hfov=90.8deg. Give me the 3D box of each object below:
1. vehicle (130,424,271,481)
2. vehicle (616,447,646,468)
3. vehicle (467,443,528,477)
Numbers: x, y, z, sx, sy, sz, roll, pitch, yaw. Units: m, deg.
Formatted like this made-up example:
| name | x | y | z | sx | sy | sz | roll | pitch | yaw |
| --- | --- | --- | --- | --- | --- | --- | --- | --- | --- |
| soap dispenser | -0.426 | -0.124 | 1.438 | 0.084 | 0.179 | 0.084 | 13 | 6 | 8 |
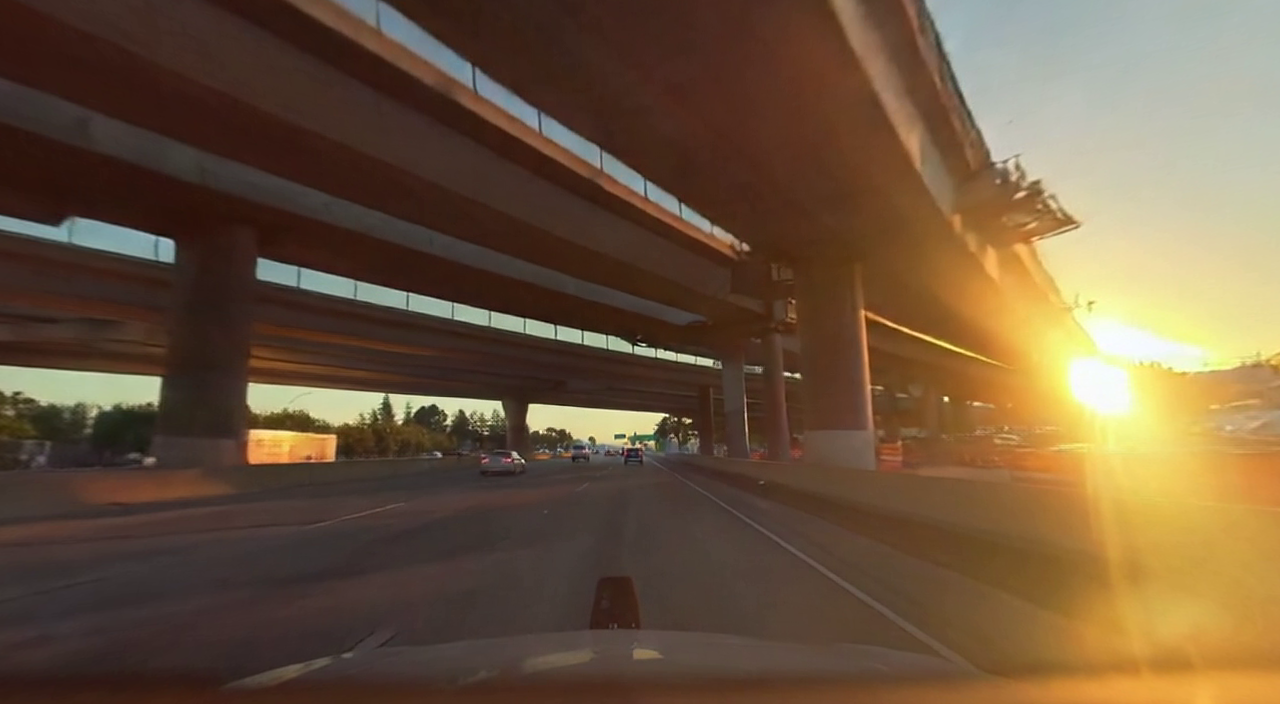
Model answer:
| name | x | y | z | sx | sy | sz | roll | pitch | yaw |
| --- | --- | --- | --- | --- | --- | --- | --- | --- | --- |
| vehicle | -28.689 | 6.636 | 41.967 | 3.005 | 3.314 | 8.763 | 0 | -9 | 0 |
| vehicle | -0.628 | 7.627 | 45.798 | 2.051 | 1.459 | 4.092 | 0 | -9 | -1 |
| vehicle | -7.178 | 5.480 | 32.234 | 2.128 | 1.604 | 4.279 | 0 | -9 | 0 |
